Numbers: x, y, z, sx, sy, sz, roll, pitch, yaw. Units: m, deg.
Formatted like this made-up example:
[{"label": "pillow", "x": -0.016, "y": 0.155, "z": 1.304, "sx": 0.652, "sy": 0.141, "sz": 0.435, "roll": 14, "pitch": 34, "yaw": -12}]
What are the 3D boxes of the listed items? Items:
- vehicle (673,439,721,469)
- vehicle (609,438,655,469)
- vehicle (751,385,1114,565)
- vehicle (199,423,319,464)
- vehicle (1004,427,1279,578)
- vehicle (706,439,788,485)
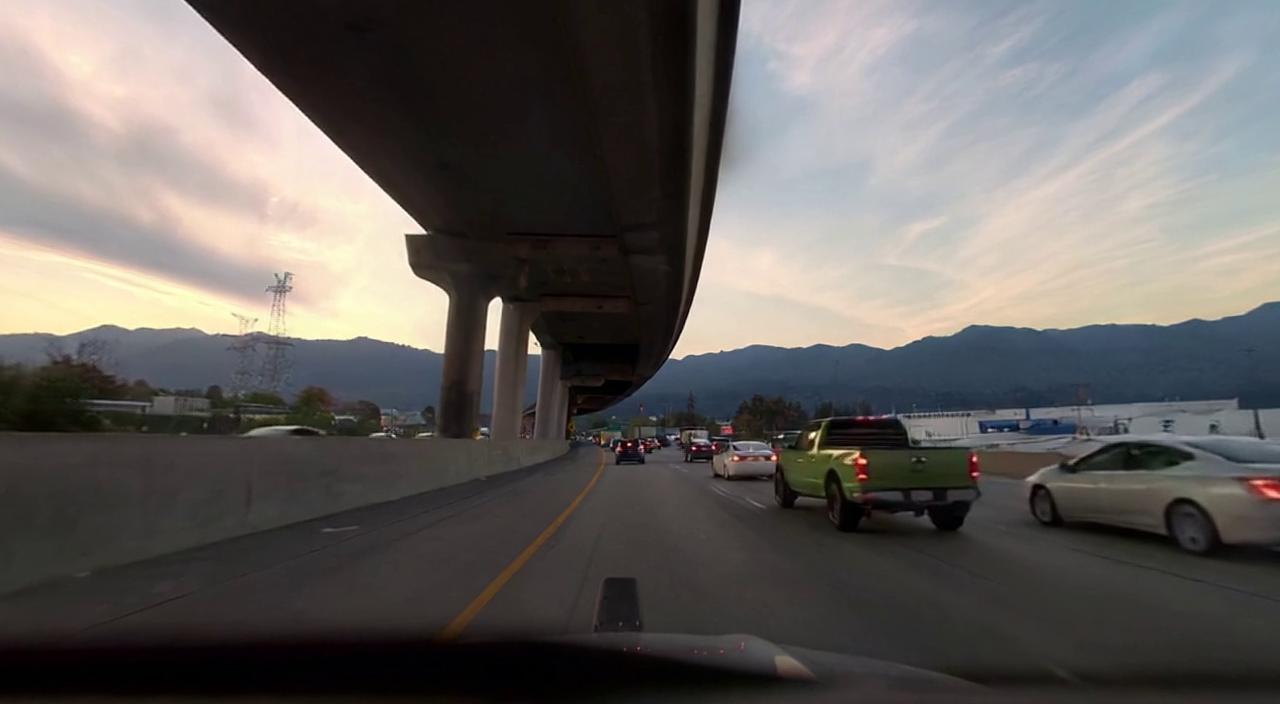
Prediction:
[{"label": "vehicle", "x": 3.132, "y": 5.740, "z": 35.750, "sx": 2.057, "sy": 1.517, "sz": 4.538, "roll": 0, "pitch": -8, "yaw": -3}, {"label": "vehicle", "x": -0.456, "y": 5.396, "z": 33.680, "sx": 2.266, "sy": 1.549, "sz": 3.978, "roll": 0, "pitch": -8, "yaw": -2}, {"label": "vehicle", "x": 4.000, "y": 1.927, "z": 10.857, "sx": 2.747, "sy": 2.061, "sz": 7.011, "roll": 0, "pitch": -8, "yaw": -1}, {"label": "vehicle", "x": -15.265, "y": 3.724, "z": 25.706, "sx": 1.974, "sy": 1.493, "sz": 4.796, "roll": 0, "pitch": -8, "yaw": -1}, {"label": "vehicle", "x": 7.360, "y": 1.834, "z": 8.593, "sx": 1.960, "sy": 1.496, "sz": 4.705, "roll": 0, "pitch": -8, "yaw": -1}, {"label": "vehicle", "x": 3.652, "y": 3.862, "z": 22.564, "sx": 1.923, "sy": 1.462, "sz": 4.895, "roll": 0, "pitch": -8, "yaw": -2}]
